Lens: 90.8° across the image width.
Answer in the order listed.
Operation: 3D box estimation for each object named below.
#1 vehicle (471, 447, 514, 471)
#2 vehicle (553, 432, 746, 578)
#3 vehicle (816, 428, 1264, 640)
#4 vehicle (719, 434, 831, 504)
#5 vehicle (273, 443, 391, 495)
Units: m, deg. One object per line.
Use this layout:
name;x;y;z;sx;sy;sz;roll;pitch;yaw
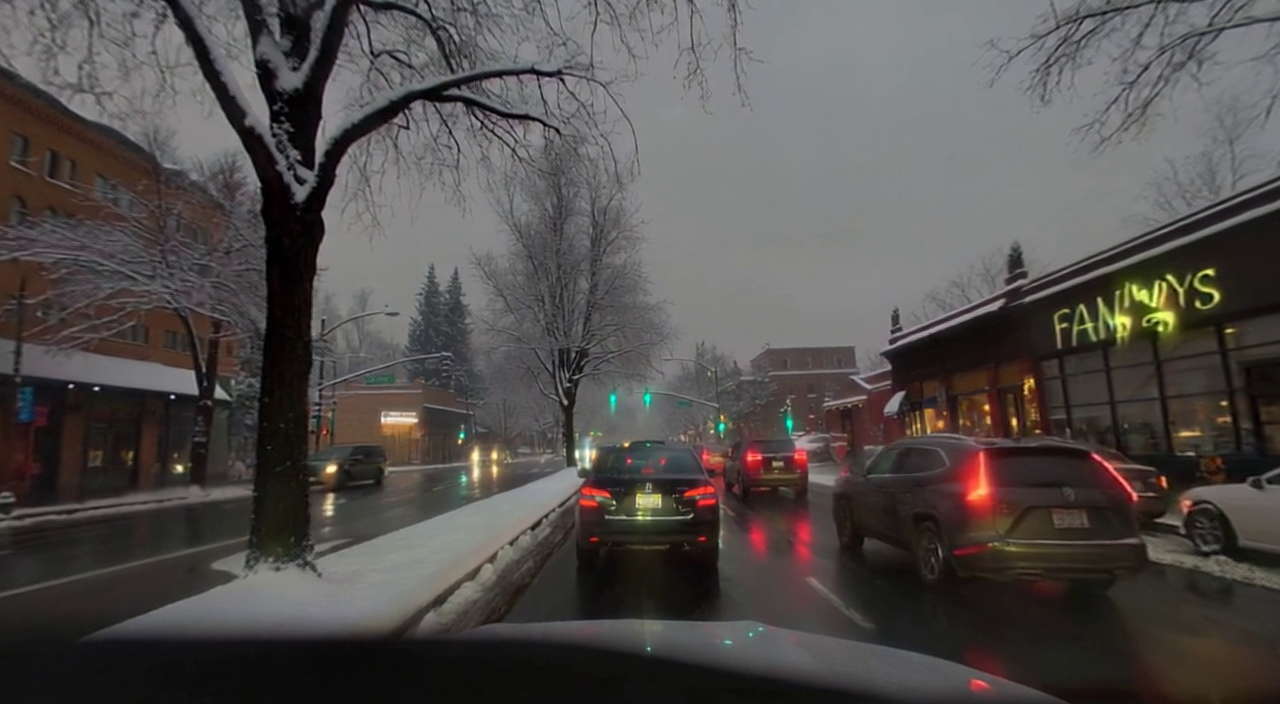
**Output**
vehicle;-11.221;8.150;48.408;2.034;1.765;4.708;-1;-9;2
vehicle;0.074;1.865;8.403;2.006;1.487;3.535;0;-9;-1
vehicle;3.428;1.614;6.644;1.988;1.480;4.195;0;-9;1
vehicle;3.528;3.160;17.454;2.025;1.660;4.334;0;-9;-1
vehicle;-11.428;4.348;23.913;2.042;1.749;4.629;-1;-9;1
